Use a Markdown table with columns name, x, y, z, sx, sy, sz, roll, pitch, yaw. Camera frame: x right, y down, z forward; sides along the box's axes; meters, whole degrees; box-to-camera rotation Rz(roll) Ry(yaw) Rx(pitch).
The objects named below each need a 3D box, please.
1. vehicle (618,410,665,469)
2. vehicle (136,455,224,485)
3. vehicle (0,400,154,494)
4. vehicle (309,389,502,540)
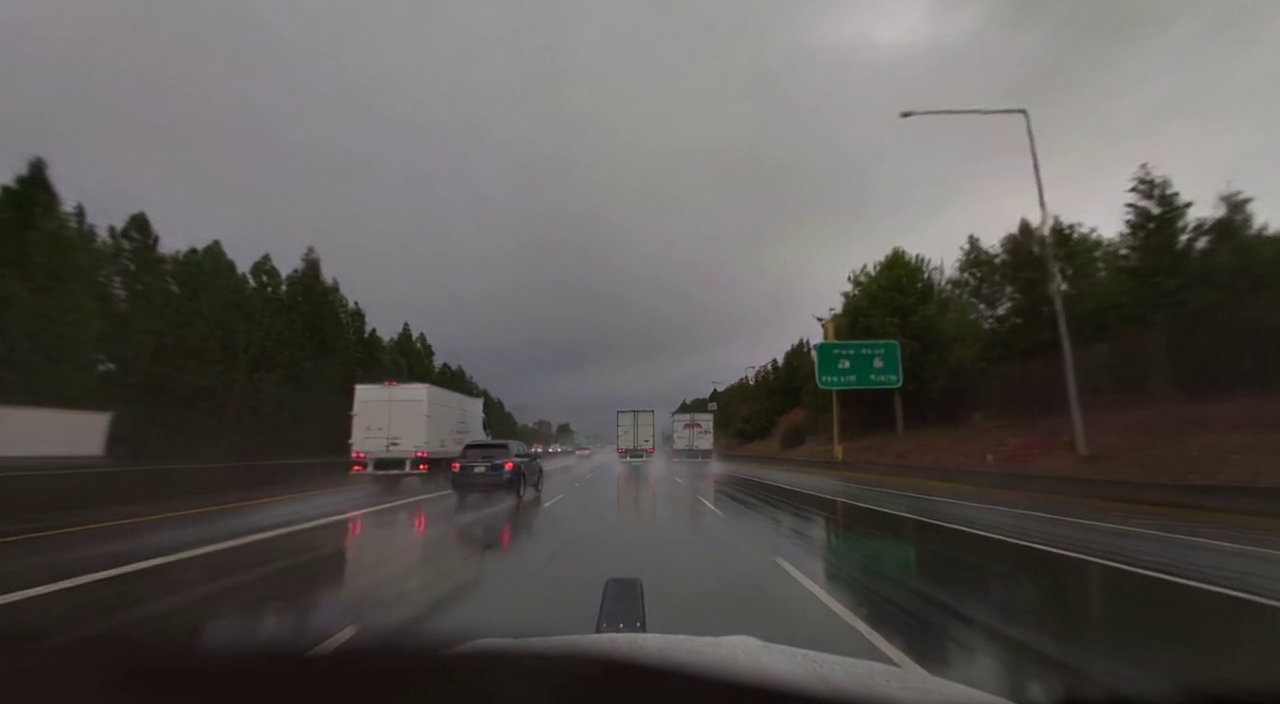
| name | x | y | z | sx | sy | sz | roll | pitch | yaw |
| --- | --- | --- | --- | --- | --- | --- | --- | --- | --- |
| vehicle | 0.073 | 6.819 | 48.831 | 3.201 | 4.019 | 10.918 | 0 | -9 | 0 |
| vehicle | -24.461 | 6.263 | 33.740 | 1.760 | 1.435 | 3.810 | 0 | -9 | 1 |
| vehicle | -28.422 | 4.611 | 30.529 | 3.036 | 3.912 | 8.215 | 0 | -9 | 1 |
| vehicle | -3.866 | 1.936 | 11.191 | 2.033 | 2.234 | 3.490 | 0 | -9 | 0 |
